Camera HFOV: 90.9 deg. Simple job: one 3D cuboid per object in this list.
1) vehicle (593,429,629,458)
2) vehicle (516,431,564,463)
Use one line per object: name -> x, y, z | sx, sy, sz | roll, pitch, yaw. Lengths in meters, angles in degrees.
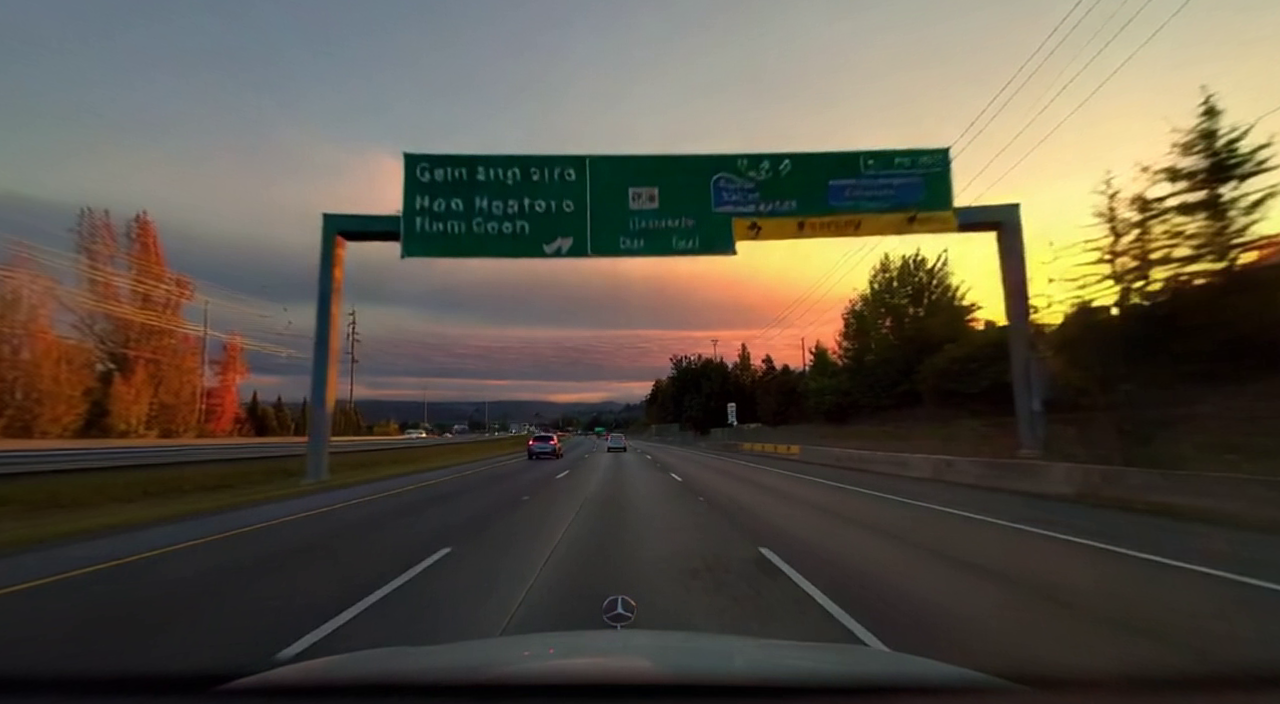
vehicle -> -1.759, 5.728, 39.500 | 2.159, 1.690, 3.720 | 0, -7, -1
vehicle -> -5.410, 5.158, 34.490 | 2.100, 1.590, 4.077 | 0, -7, -2
